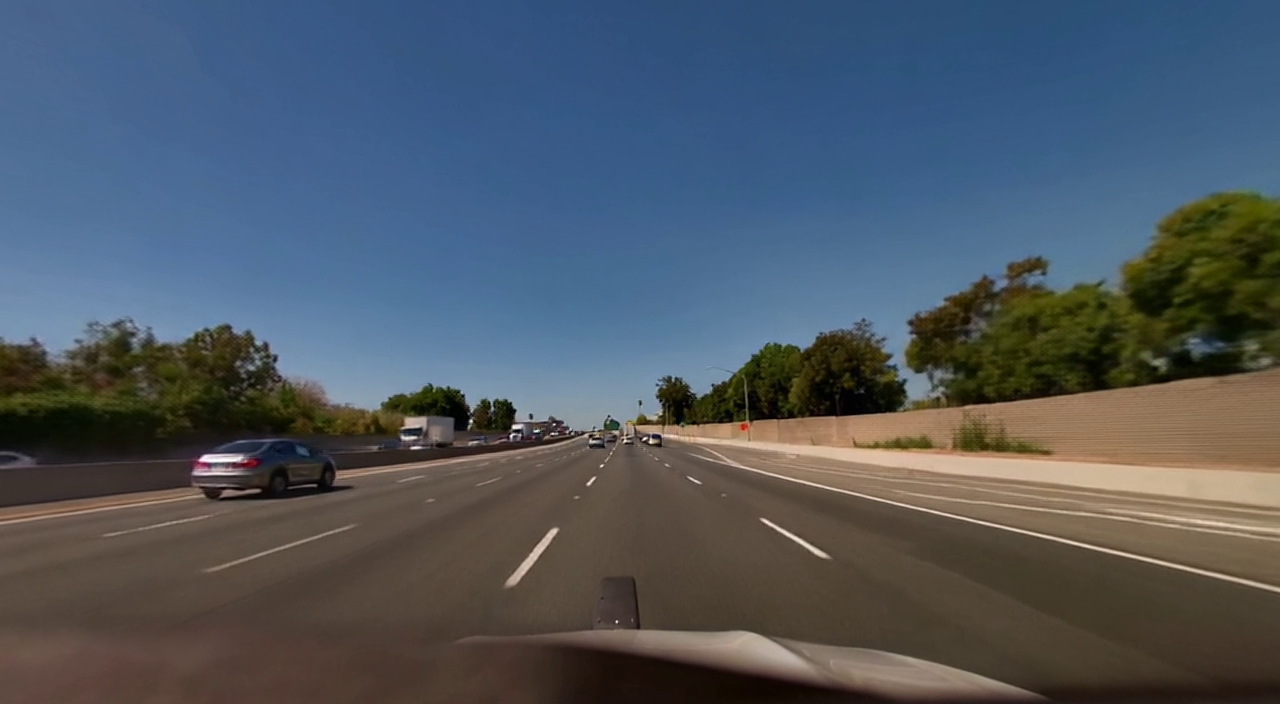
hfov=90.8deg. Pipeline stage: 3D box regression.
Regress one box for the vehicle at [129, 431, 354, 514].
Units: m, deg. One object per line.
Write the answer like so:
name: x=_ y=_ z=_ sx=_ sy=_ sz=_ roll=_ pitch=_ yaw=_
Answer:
vehicle: x=-8.442 y=2.576 z=14.034 sx=2.060 sy=1.507 sz=4.494 roll=0 pitch=-8 yaw=0
